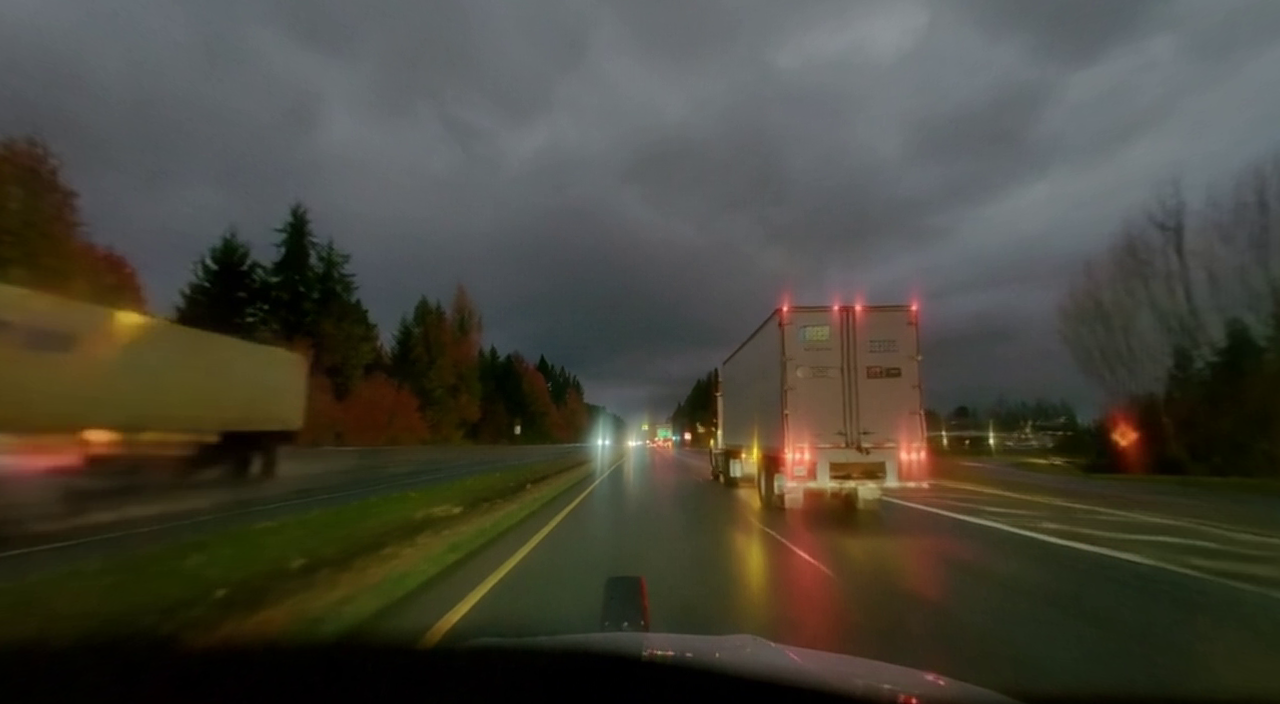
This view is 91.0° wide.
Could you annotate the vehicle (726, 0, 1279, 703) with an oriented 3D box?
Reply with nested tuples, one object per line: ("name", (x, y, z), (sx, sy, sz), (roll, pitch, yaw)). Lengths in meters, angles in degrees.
("vehicle", (3.771, 0.213, 7.349), (3.691, 4.331, 13.909), (0, -8, 0))

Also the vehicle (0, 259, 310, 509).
("vehicle", (-11.726, 0.874, 12.609), (2.874, 3.991, 13.320), (0, -8, 0))
